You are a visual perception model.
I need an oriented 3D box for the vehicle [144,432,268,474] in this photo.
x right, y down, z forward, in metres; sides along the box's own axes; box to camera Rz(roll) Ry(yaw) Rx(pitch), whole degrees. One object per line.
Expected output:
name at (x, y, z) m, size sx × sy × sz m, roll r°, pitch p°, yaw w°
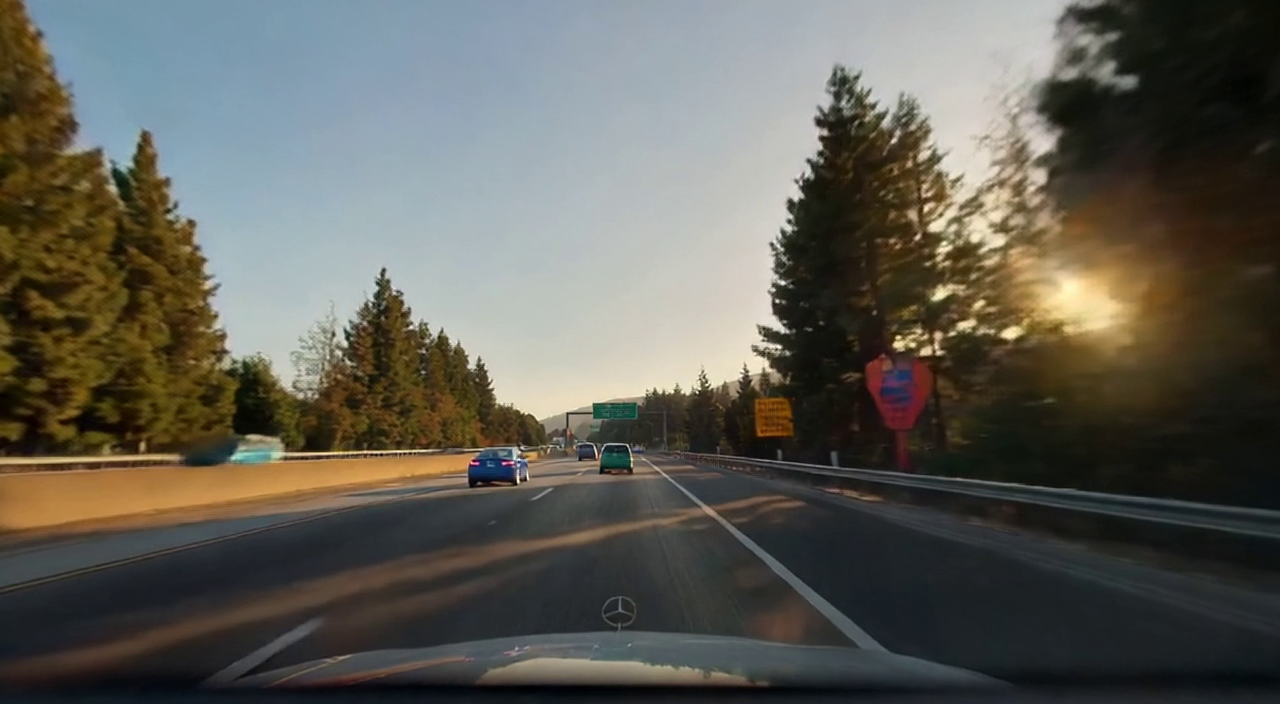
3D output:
vehicle at (-18.378, 4.317, 26.892) m, size 1.993 × 1.634 × 4.730 m, roll 0°, pitch -9°, yaw -1°

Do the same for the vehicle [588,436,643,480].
vehicle at (-1.035, 4.573, 27.253) m, size 2.220 × 1.711 × 4.056 m, roll 0°, pitch -9°, yaw -1°

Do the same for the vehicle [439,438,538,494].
vehicle at (-4.835, 3.707, 20.761) m, size 2.103 × 1.588 × 4.709 m, roll -1°, pitch -9°, yaw 0°
